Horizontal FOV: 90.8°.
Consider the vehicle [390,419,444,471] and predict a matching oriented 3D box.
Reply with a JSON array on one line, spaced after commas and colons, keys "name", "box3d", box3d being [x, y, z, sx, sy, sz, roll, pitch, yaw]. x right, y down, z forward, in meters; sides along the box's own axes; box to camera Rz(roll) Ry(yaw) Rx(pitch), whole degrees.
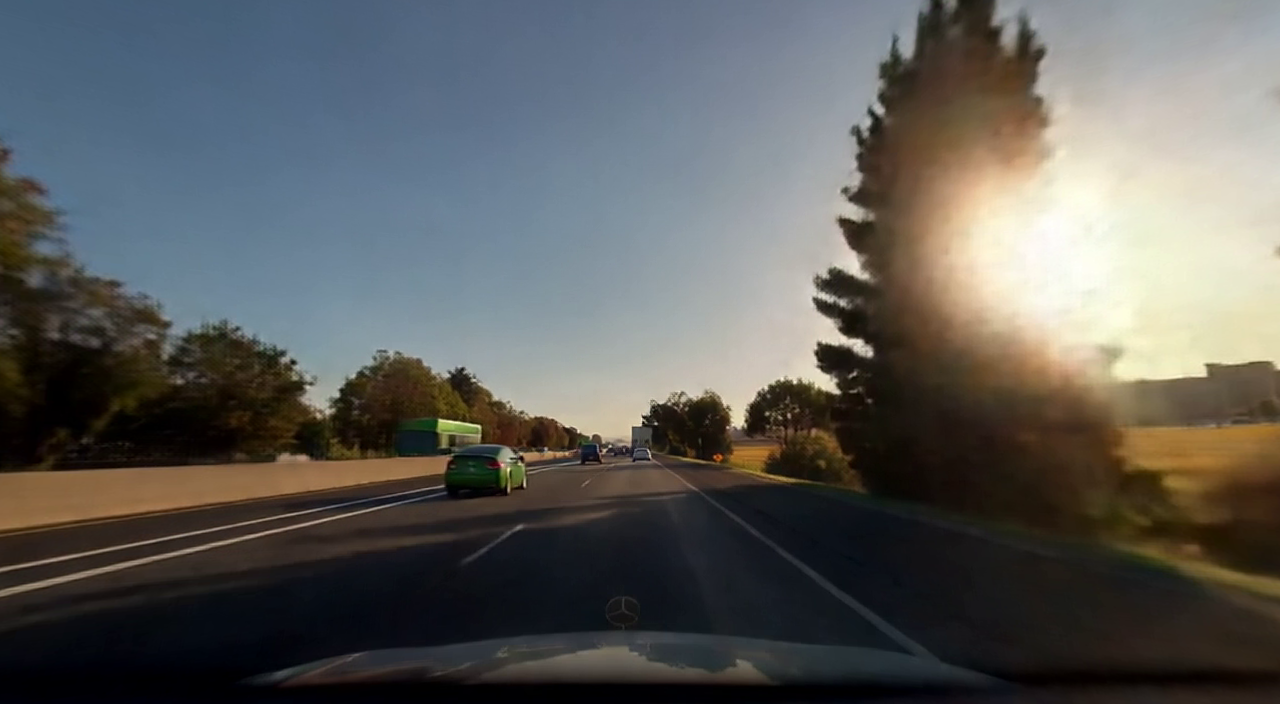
[{"name": "vehicle", "box3d": [-17.319, 7.280, 49.279, 3.087, 3.865, 2.819, 0, -9, -1]}]

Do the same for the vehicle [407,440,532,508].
[{"name": "vehicle", "box3d": [-4.280, 3.125, 16.585, 2.172, 1.548, 3.953, 0, -9, 0]}]

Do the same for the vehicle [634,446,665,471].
[{"name": "vehicle", "box3d": [0.581, 7.304, 43.467, 1.992, 1.593, 3.937, 0, -9, -1]}]

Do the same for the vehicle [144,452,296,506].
[{"name": "vehicle", "box3d": [-12.439, 3.740, 19.043, 1.848, 1.423, 3.997, 0, -9, -1]}]
